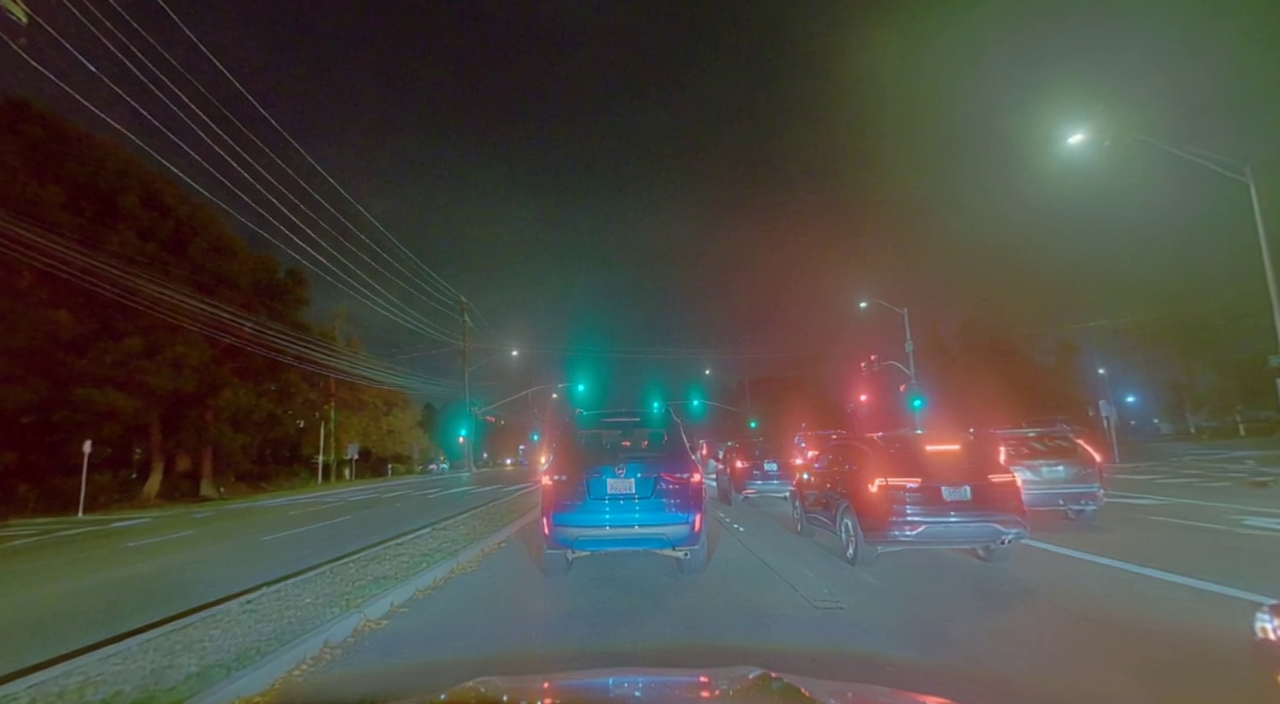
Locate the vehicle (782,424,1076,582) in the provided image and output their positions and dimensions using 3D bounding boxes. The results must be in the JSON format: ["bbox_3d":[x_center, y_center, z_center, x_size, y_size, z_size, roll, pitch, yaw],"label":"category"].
[{"bbox_3d":[3.436,1.865,8.670,1.880,1.579,4.401,0,-9,-1],"label":"vehicle"}]

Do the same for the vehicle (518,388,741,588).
[{"bbox_3d":[-0.135,1.689,8.582,2.231,1.998,4.254,0,-9,-1],"label":"vehicle"}]

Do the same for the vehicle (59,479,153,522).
[{"bbox_3d":[-26.361,7.334,31.190,4.526,1.715,1.989,-11,-13,29],"label":"vehicle"}]

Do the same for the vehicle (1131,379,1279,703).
[{"bbox_3d":[3.274,0.628,0.747,1.889,1.517,4.308,0,-9,0],"label":"vehicle"}]
